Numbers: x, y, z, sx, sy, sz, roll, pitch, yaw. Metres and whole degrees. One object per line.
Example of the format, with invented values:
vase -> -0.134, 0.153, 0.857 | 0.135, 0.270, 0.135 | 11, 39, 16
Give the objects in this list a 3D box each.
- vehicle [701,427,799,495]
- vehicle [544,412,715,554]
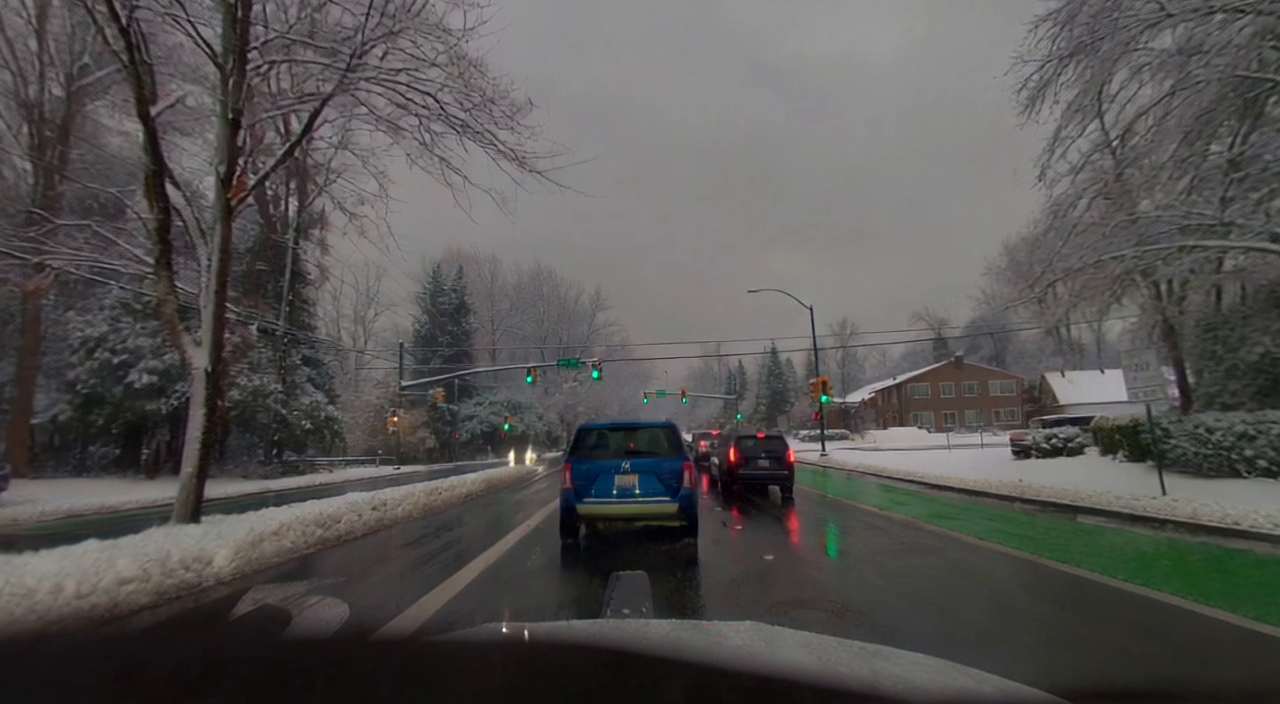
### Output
vehicle -> 3.189, 3.284, 19.351 | 2.189, 1.815, 4.495 | 0, -8, 0
vehicle -> -0.114, 1.915, 9.839 | 2.109, 1.730, 3.963 | 0, -8, 1
